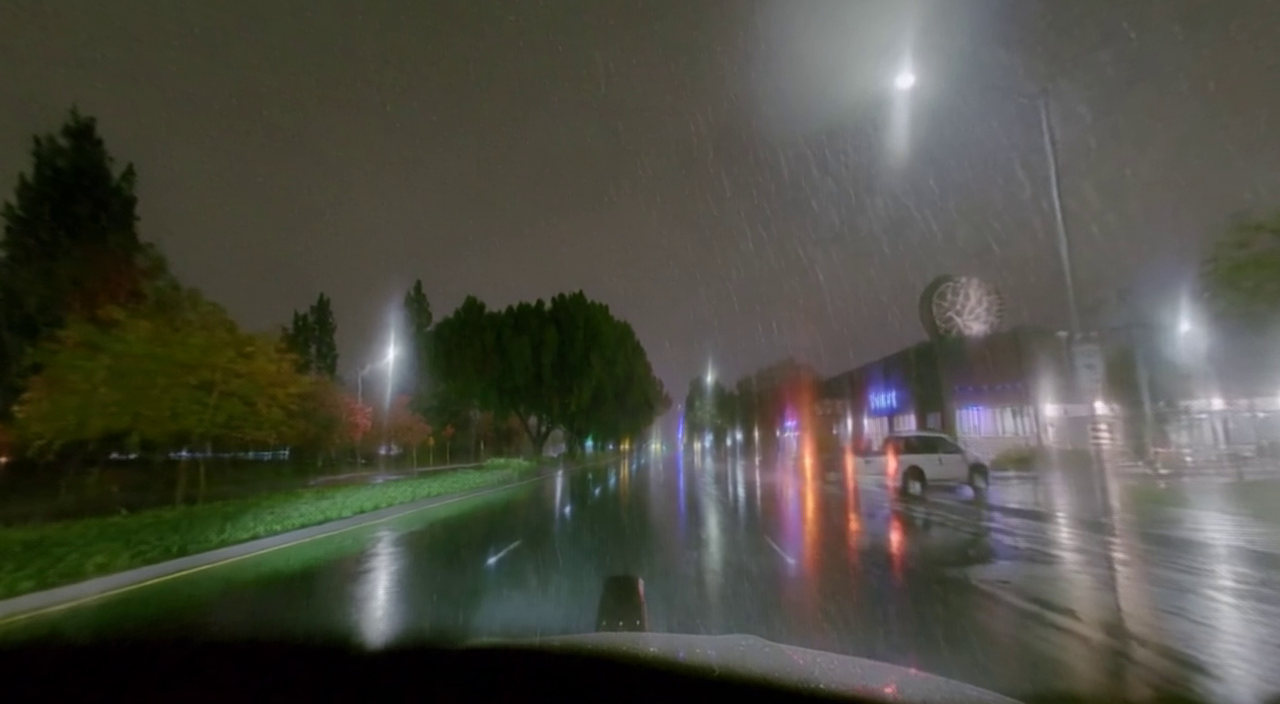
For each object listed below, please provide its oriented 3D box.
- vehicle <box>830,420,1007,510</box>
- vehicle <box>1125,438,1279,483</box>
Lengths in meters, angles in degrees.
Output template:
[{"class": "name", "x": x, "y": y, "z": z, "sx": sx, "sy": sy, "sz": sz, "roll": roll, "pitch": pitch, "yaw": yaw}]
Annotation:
[{"class": "vehicle", "x": 7.560, "y": 2.935, "z": 16.886, "sx": 5.157, "sy": 1.991, "sz": 2.477, "roll": 8, "pitch": -12, "yaw": -44}, {"class": "vehicle", "x": 19.907, "y": 3.709, "z": 21.710, "sx": 4.698, "sy": 1.465, "sz": 1.914, "roll": -1, "pitch": -9, "yaw": 6}]
